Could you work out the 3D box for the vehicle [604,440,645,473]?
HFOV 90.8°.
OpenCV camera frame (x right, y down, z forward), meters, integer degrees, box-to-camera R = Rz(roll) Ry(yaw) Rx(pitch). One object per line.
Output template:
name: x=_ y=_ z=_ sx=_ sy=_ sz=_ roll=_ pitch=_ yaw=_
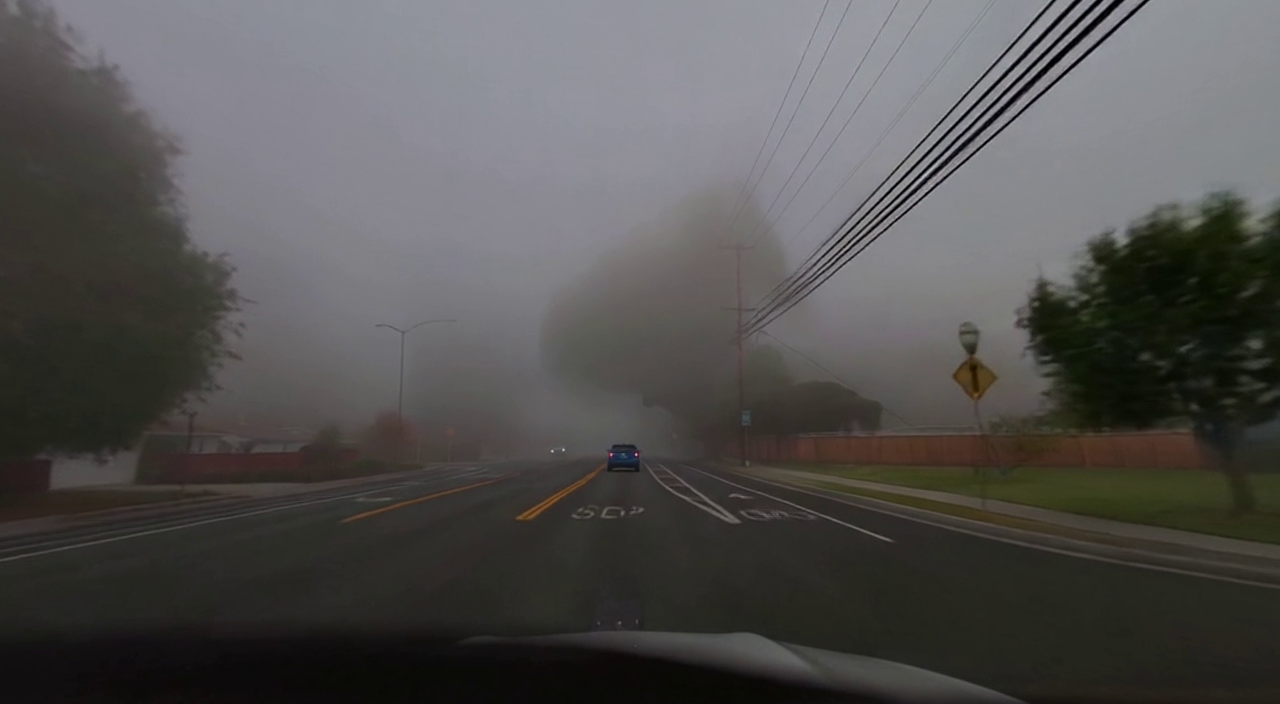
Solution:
vehicle: x=-0.865 y=5.738 z=34.986 sx=2.139 sy=1.699 sz=3.916 roll=0 pitch=-8 yaw=-1
